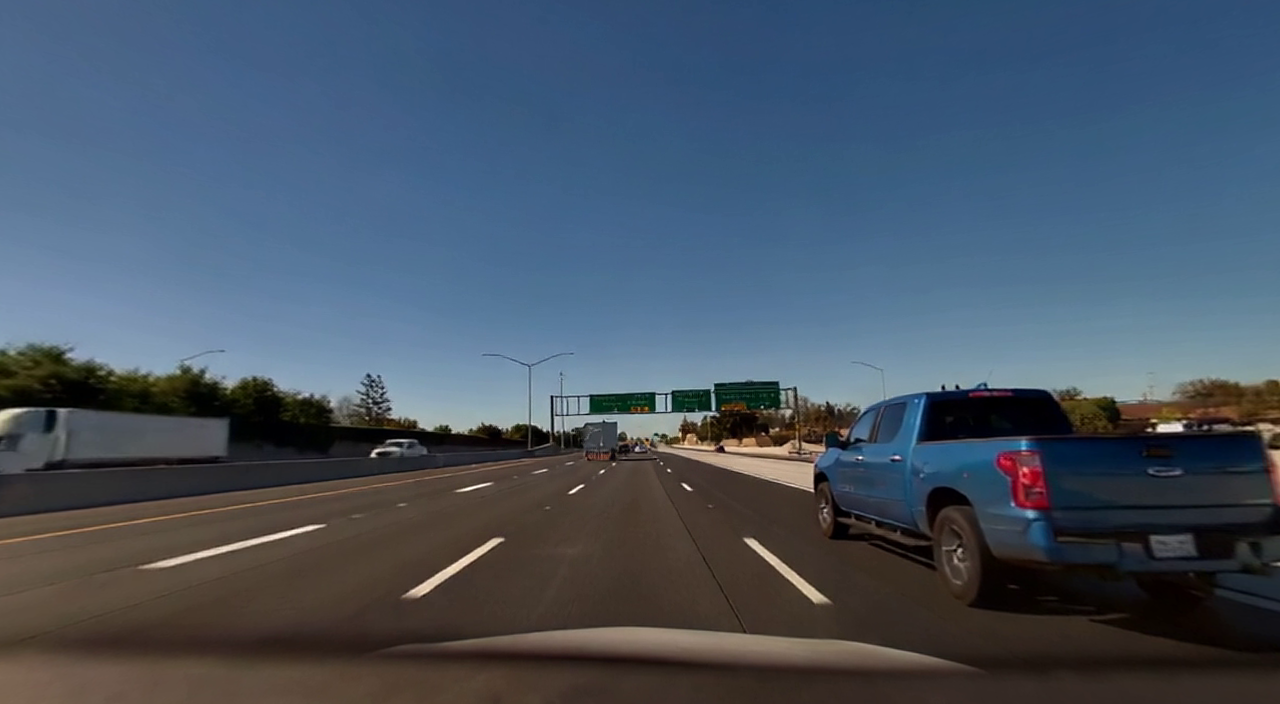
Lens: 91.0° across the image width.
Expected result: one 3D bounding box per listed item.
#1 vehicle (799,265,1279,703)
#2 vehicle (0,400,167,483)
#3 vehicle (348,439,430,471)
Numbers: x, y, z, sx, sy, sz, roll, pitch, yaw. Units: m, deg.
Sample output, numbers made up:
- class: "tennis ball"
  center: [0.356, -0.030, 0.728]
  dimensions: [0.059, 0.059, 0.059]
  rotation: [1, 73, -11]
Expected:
- class: "vehicle"
  center: [3.607, 1.080, 5.940]
  dimensions: [2.593, 2.110, 6.016]
  rotation: [0, -9, 0]
- class: "vehicle"
  center: [-28.979, 4.544, 31.593]
  dimensions: [3.075, 3.542, 9.318]
  rotation: [0, -9, 1]
- class: "vehicle"
  center: [-16.276, 6.714, 41.322]
  dimensions: [2.727, 1.919, 6.128]
  rotation: [0, -9, 1]
